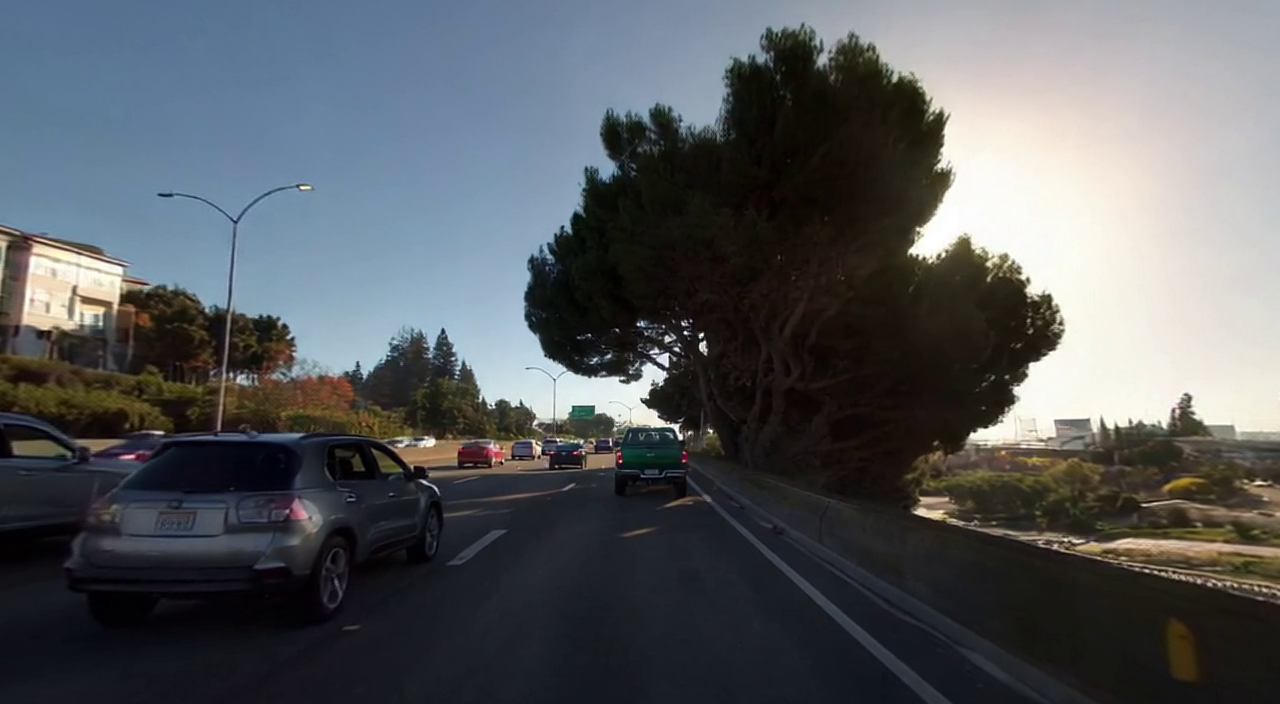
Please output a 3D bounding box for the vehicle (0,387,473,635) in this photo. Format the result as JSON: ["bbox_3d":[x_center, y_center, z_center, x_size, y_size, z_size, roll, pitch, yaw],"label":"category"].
[{"bbox_3d":[-3.486,1.419,6.605,2.076,1.688,4.334,-1,-9,3],"label":"vehicle"}]

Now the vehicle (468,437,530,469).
[{"bbox_3d":[-6.926,5.034,31.493,1.856,1.459,4.251,-1,-9,4],"label":"vehicle"}]

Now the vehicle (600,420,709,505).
[{"bbox_3d":[0.374,2.612,15.246,2.235,1.716,4.435,-1,-9,2],"label":"vehicle"}]

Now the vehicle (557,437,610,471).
[{"bbox_3d":[-2.572,4.769,29.725,1.868,1.470,4.105,-1,-9,4],"label":"vehicle"}]
